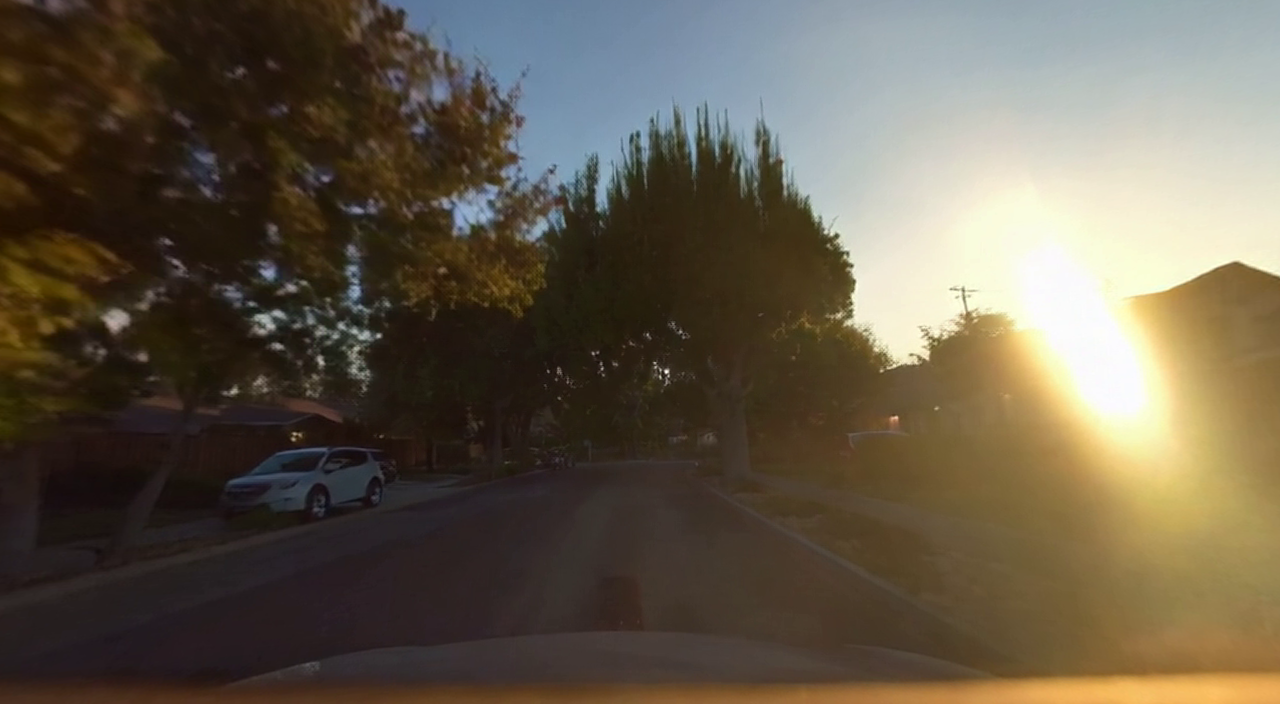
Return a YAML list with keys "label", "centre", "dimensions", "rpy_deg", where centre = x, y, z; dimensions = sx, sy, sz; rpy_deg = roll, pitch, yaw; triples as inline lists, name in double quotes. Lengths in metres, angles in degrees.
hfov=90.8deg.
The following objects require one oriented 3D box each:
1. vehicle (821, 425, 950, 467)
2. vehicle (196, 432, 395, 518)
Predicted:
- label: "vehicle"
  centre: [11.973, 4.606, 31.021]
  dimensions: [5.367, 1.953, 2.257]
  rpy_deg: [1, -9, -9]
- label: "vehicle"
  centre: [-8.506, 3.118, 16.357]
  dimensions: [2.352, 1.843, 4.979]
  rpy_deg: [-1, -10, 0]
